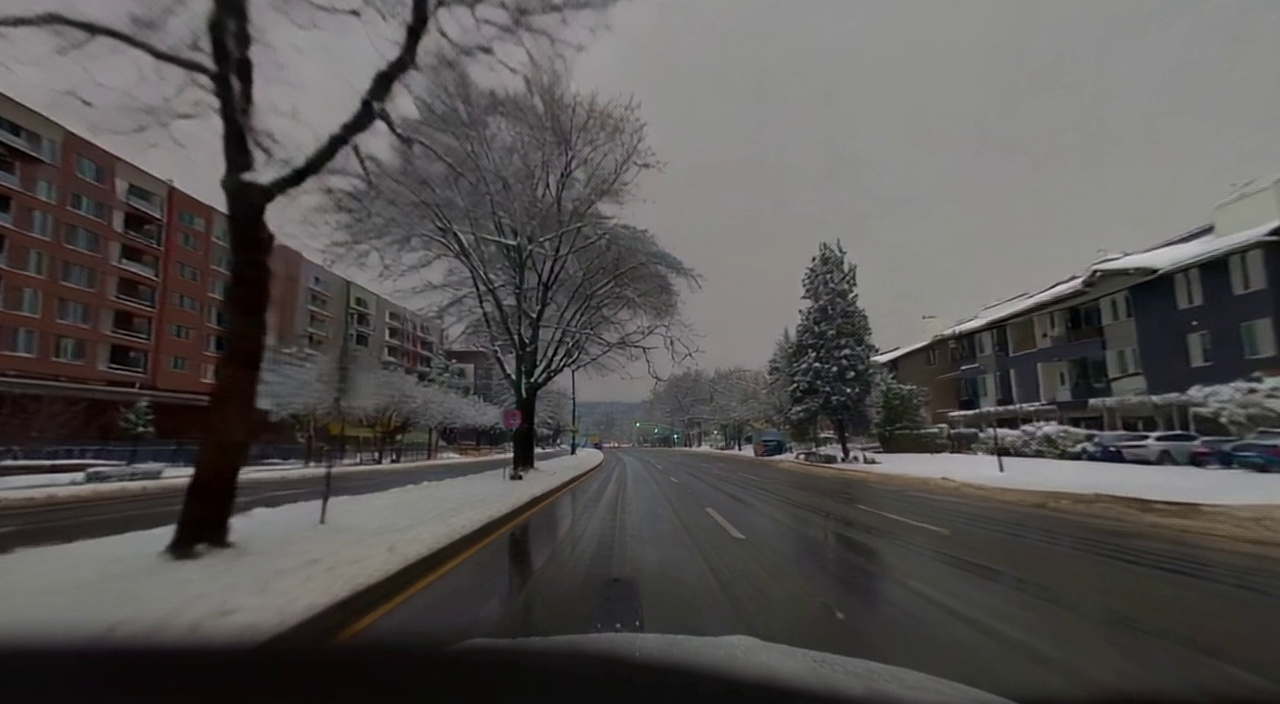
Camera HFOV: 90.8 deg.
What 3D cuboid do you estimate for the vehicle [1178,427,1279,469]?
[{"bbox_3d":[21.915,3.306,21.905,4.378,1.380,2.099,-2,-7,8],"label":"vehicle"}]
